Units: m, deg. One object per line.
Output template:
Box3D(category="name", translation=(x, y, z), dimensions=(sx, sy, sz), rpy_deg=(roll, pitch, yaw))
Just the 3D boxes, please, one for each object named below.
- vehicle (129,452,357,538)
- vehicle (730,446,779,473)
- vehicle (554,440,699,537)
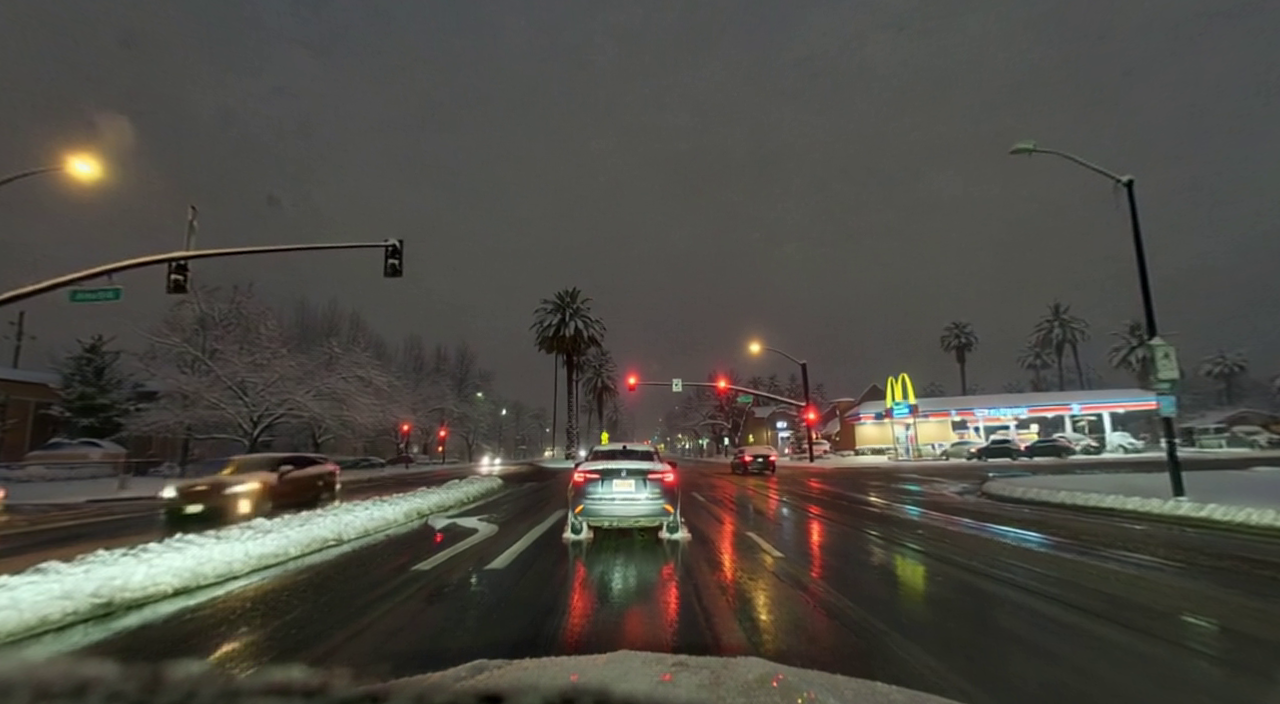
Box3D(category="vehicle", translation=(-8.173, 2.937, 13.702), dimensions=(1.904, 1.450, 4.689), rpy_deg=(0, -8, 0))
Box3D(category="vehicle", translation=(6.757, 6.371, 37.714), dimensions=(2.017, 1.491, 4.420), rpy_deg=(0, -8, -1))
Box3D(category="vehicle", translation=(-0.257, 2.477, 12.217), dimensions=(2.270, 1.475, 4.571), rpy_deg=(0, -8, -1))
